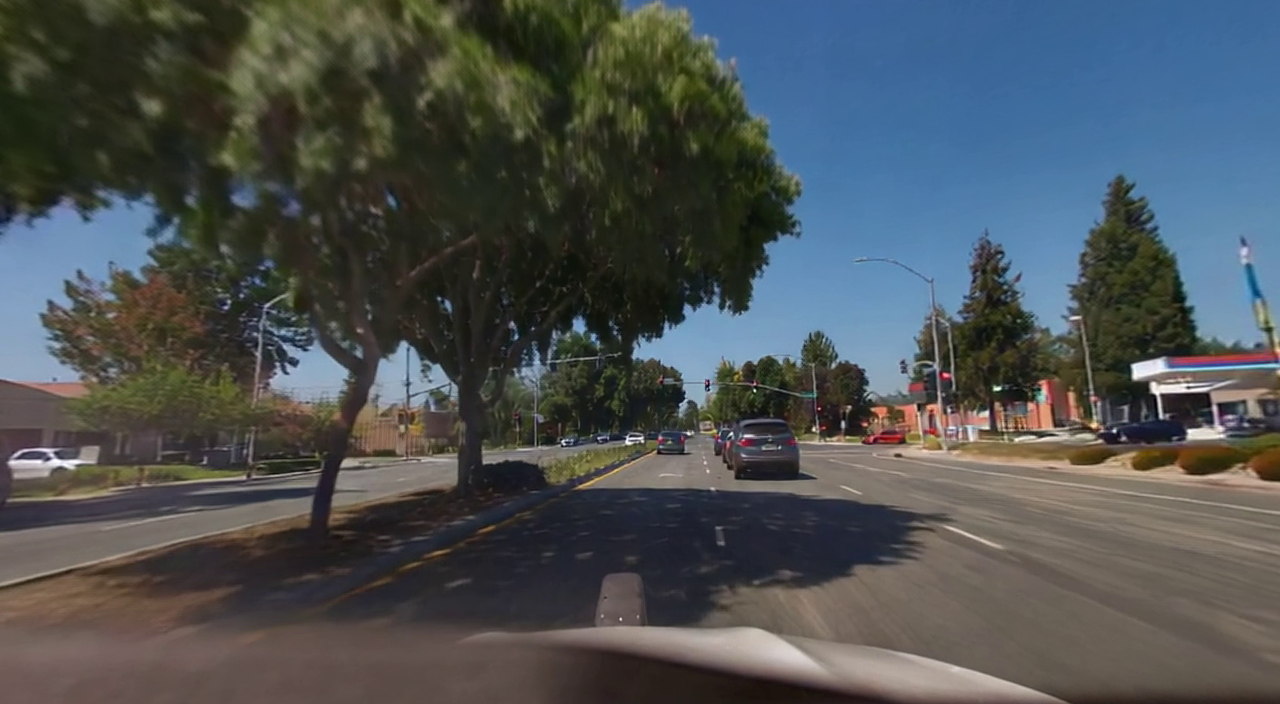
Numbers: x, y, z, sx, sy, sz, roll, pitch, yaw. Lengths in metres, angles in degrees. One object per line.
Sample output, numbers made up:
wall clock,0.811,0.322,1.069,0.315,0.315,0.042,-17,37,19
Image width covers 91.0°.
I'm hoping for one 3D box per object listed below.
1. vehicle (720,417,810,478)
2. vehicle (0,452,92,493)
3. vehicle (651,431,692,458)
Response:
vehicle,3.805,2.992,19.940,2.213,1.715,4.242,-1,-8,4
vehicle,-24.623,4.875,25.844,4.538,1.469,1.912,-5,-9,33
vehicle,1.911,5.460,37.200,2.100,1.469,3.872,-1,-8,7
